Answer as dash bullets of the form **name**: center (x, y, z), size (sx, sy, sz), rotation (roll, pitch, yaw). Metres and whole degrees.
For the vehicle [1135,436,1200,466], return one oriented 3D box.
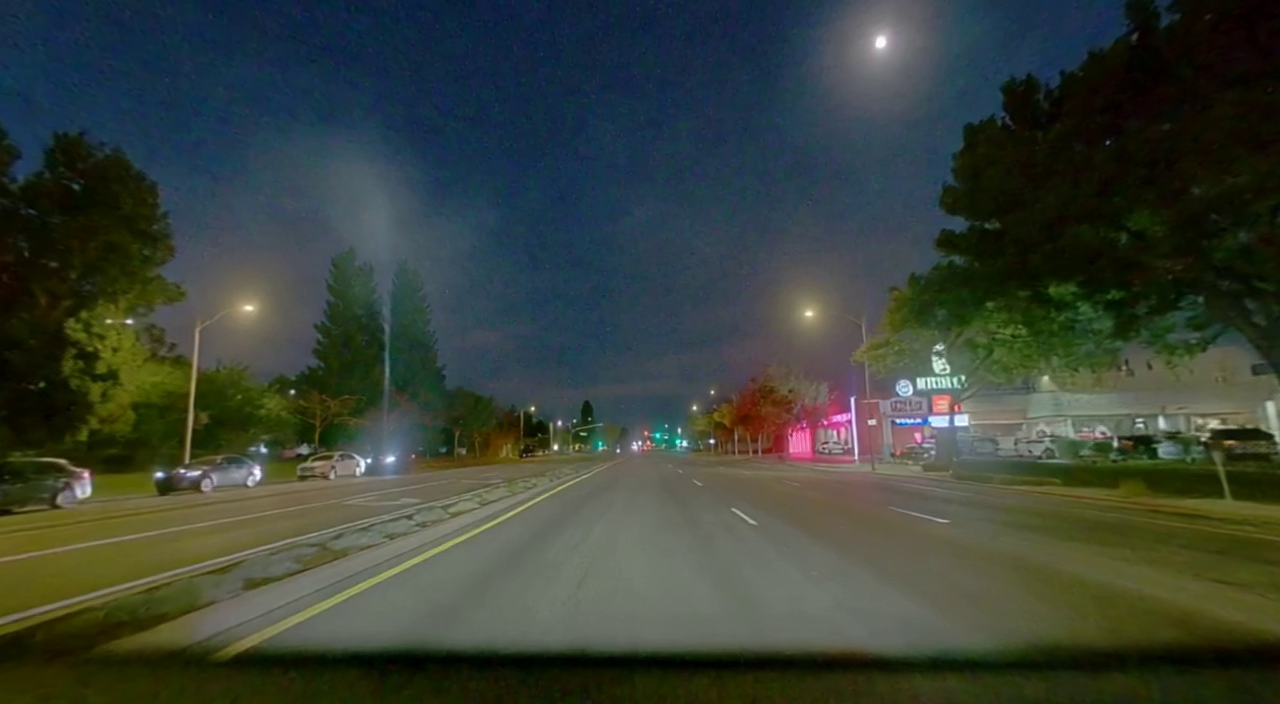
- **vehicle**: center (27.075, 5.029, 32.371), size (3.644, 1.407, 1.718), rotation (6, -10, -38)

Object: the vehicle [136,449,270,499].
- **vehicle**: center (-16.624, 4.610, 24.378), size (1.898, 1.661, 4.471), rotation (0, -8, 1)

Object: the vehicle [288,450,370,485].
- **vehicle**: center (-16.638, 6.167, 34.099), size (1.944, 1.669, 4.613), rotation (0, -8, 1)

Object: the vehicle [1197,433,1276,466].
- **vehicle**: center (28.821, 4.683, 30.483), size (4.049, 1.473, 2.026), rotation (6, -10, -37)

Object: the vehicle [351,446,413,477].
- **vehicle**: center (-16.840, 7.138, 41.498), size (1.993, 1.887, 4.722), rotation (0, -8, 0)

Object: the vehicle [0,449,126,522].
- **vehicle**: center (-16.480, 3.406, 16.359), size (2.191, 1.696, 4.812), rotation (0, -8, 1)
